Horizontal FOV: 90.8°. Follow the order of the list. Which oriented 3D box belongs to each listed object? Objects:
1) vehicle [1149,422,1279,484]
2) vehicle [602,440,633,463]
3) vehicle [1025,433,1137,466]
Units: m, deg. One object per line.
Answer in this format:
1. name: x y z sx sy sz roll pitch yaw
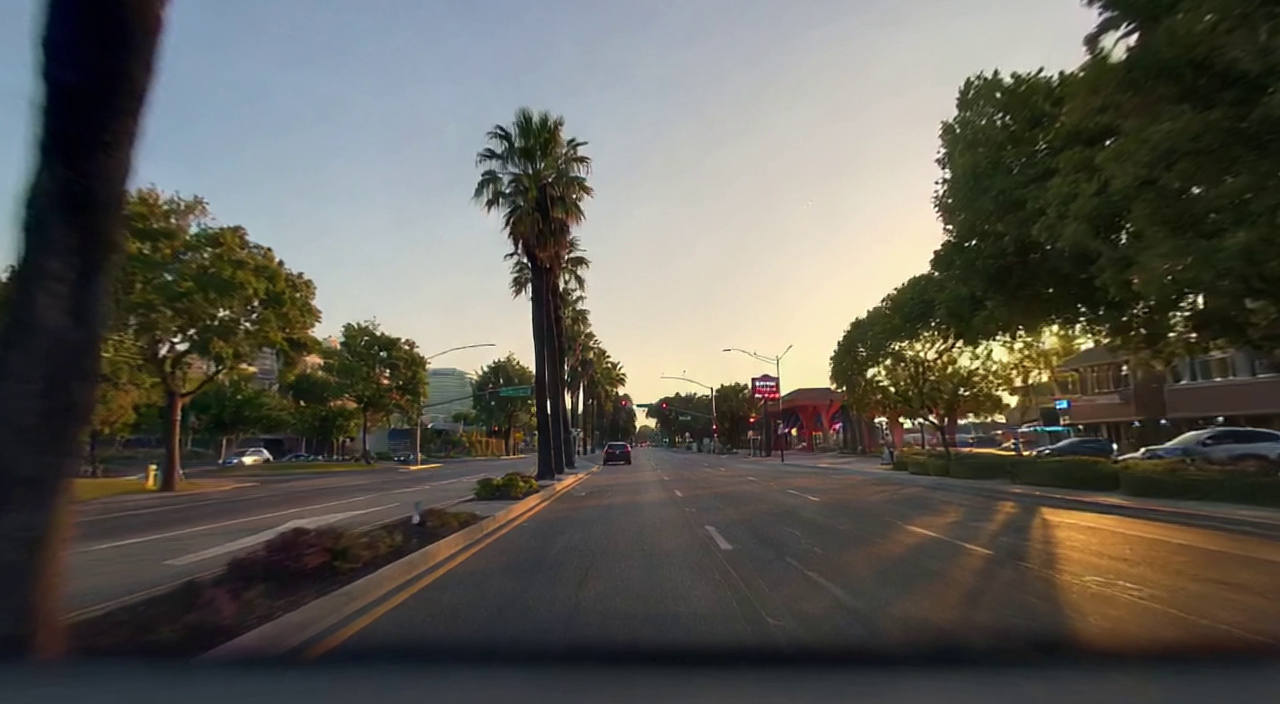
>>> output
1. vehicle: 20.184 3.304 20.836 5.001 1.916 2.106 0 -9 -4
2. vehicle: -1.734 7.471 47.513 1.990 1.639 3.885 1 -9 -6
3. vehicle: 25.514 5.639 36.643 4.918 1.814 2.014 0 -9 0
